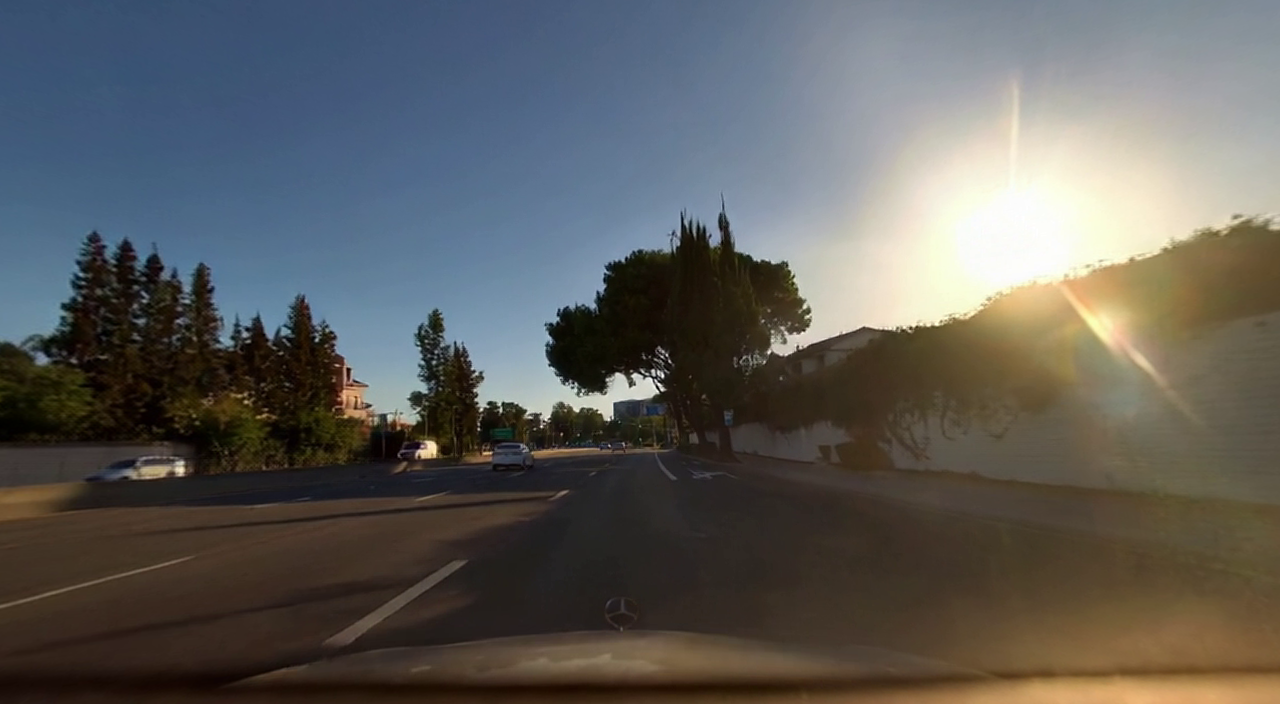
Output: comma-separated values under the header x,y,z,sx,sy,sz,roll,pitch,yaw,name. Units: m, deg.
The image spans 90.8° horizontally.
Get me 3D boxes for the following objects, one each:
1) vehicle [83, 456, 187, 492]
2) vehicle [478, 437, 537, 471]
x,y,z,sx,sy,sz,roll,pitch,yaw,name
-27.320,6.558,34.417,1.958,1.712,4.643,0,-8,-2,vehicle
-7.175,5.592,34.761,2.115,1.711,4.722,0,-8,2,vehicle
